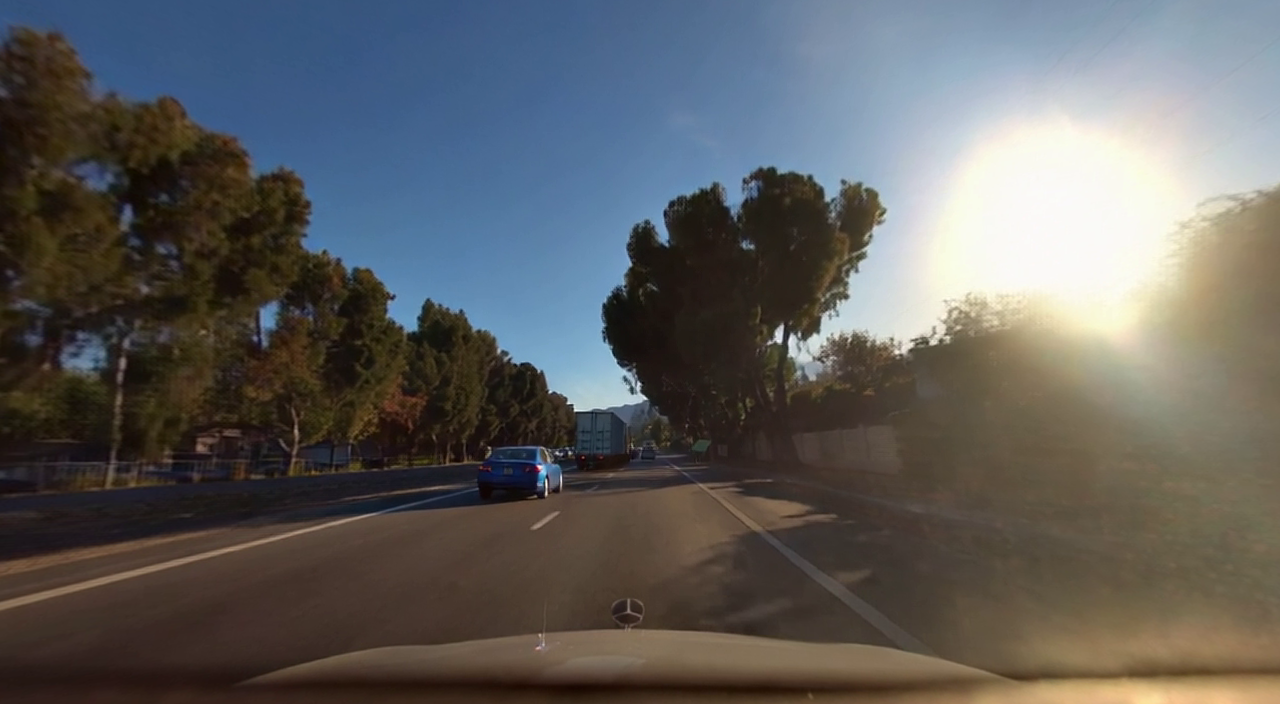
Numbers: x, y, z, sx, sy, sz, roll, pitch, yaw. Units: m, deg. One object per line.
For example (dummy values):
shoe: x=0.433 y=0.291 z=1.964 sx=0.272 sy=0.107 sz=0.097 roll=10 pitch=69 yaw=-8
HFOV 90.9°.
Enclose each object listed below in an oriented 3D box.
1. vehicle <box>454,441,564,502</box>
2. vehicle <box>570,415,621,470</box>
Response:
vehicle: x=-3.484 y=3.254 z=17.624 sx=2.005 sy=1.462 sz=4.345 roll=0 pitch=-9 yaw=2
vehicle: x=-2.803 y=6.126 z=42.467 sx=2.746 sy=3.276 sz=8.572 roll=0 pitch=-9 yaw=1
